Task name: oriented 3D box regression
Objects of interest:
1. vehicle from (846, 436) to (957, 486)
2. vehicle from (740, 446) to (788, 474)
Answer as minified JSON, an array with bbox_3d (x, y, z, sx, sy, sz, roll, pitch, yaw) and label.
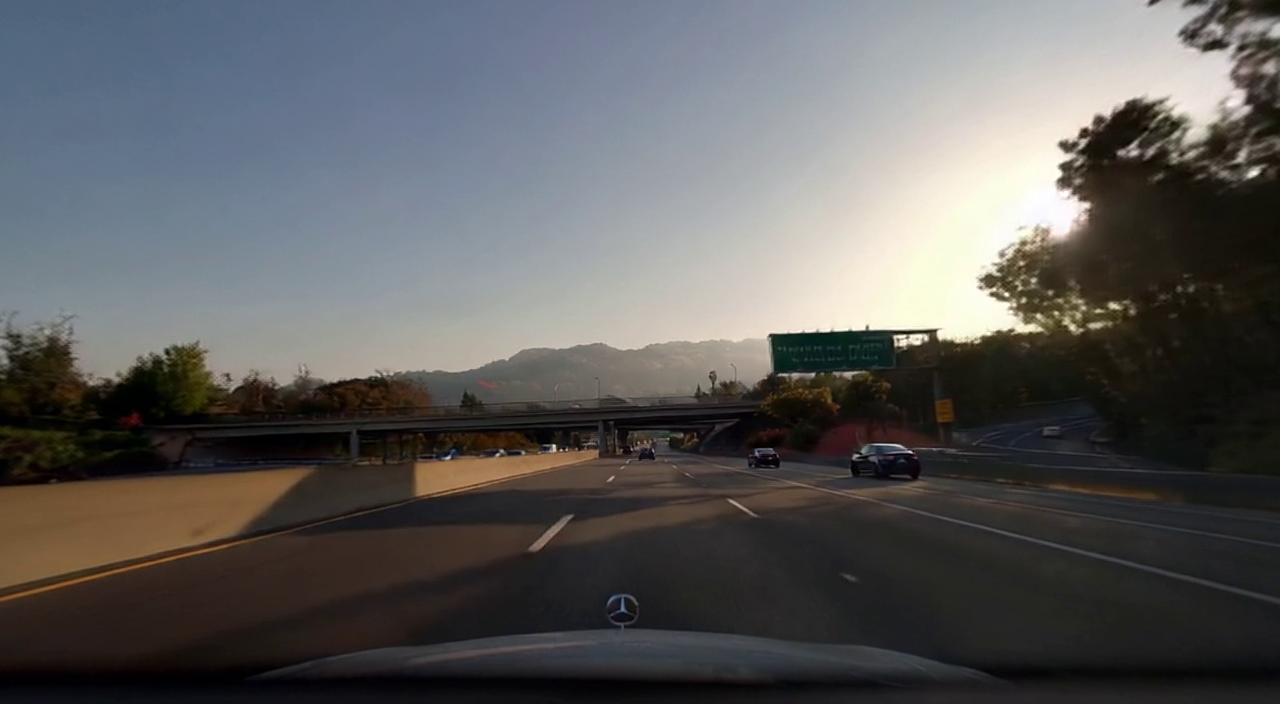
[{"bbox_3d":[11.148,4.689,27.457,2.387,1.936,5.646,0,-9,0],"label":"vehicle"},{"bbox_3d":[7.528,6.611,38.722,2.053,1.553,4.463,0,-9,0],"label":"vehicle"}]
